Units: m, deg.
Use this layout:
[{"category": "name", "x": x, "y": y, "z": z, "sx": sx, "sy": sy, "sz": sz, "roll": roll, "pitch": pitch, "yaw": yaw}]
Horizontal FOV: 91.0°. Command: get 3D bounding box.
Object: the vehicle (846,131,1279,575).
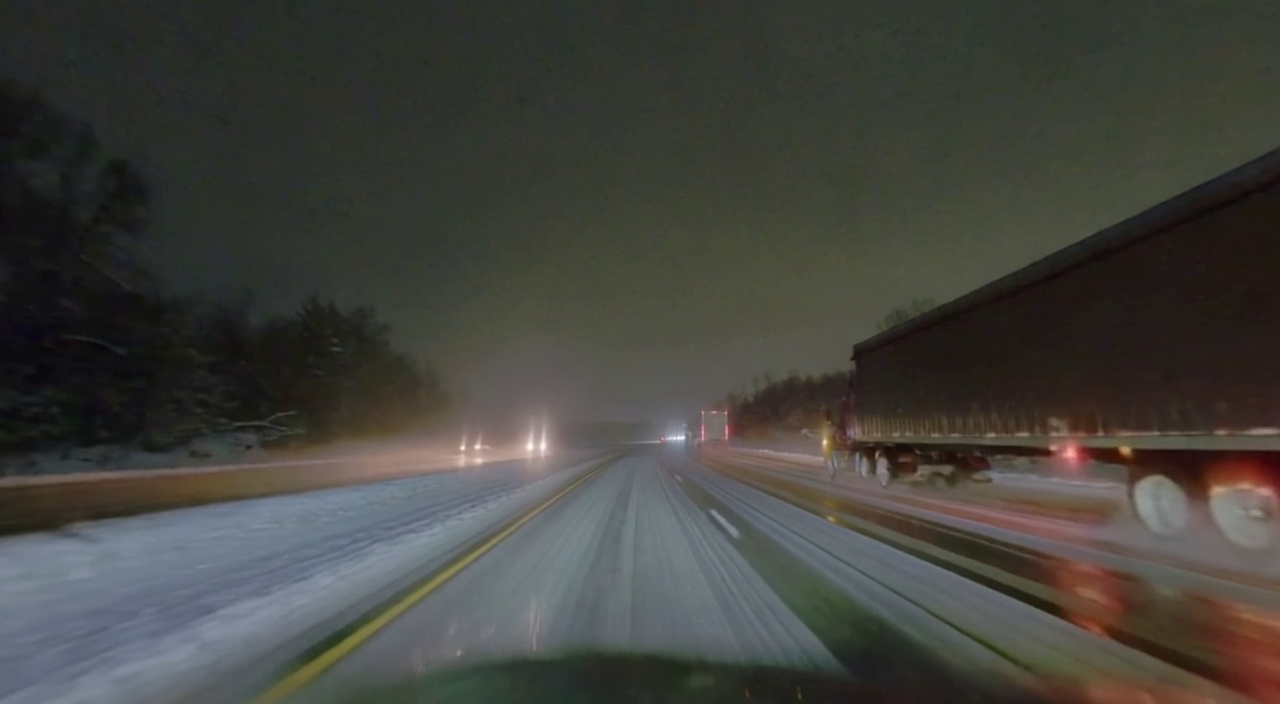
[{"category": "vehicle", "x": 7.374, "y": 0.725, "z": 10.862, "sx": 2.885, "sy": 4.075, "sz": 13.981, "roll": 0, "pitch": -8, "yaw": 0}]
